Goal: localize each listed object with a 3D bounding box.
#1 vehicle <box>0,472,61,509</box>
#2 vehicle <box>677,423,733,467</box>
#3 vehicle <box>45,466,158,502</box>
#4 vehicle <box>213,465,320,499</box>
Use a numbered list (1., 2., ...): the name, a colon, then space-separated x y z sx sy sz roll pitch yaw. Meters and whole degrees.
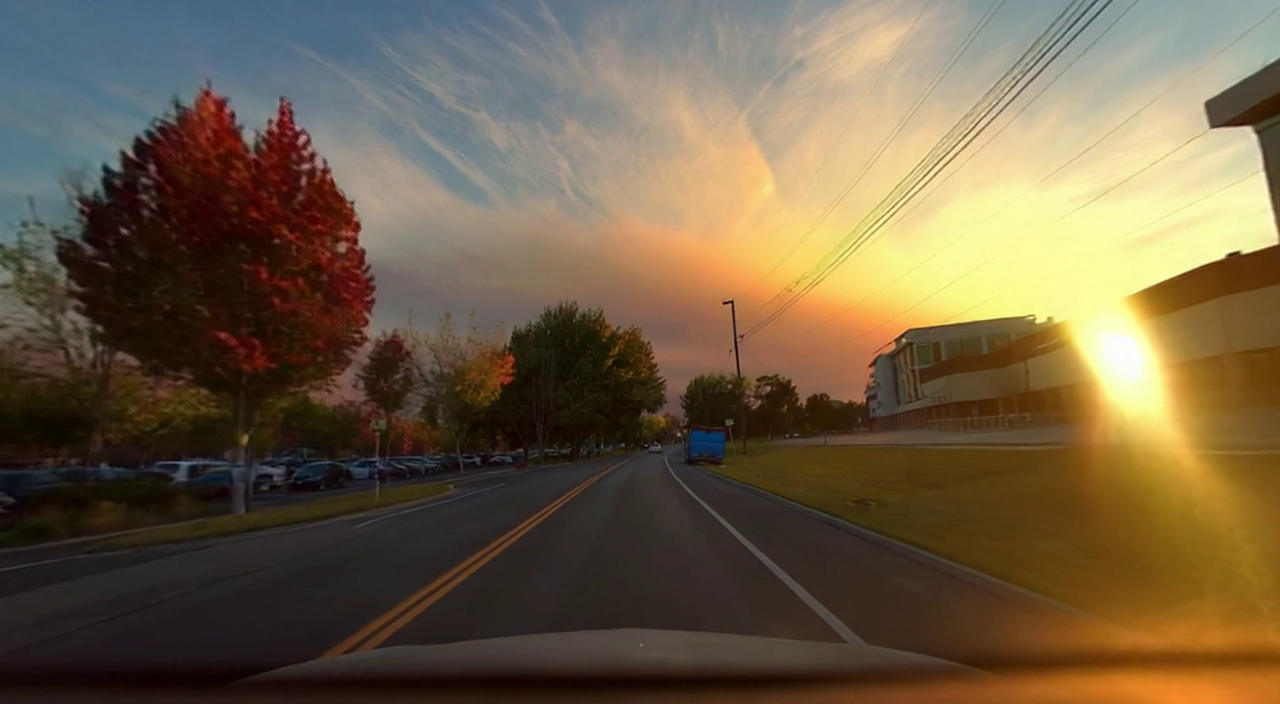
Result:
1. vehicle: -33.018 7.122 32.629 4.183 1.758 2.059 0 -9 2
2. vehicle: 4.842 7.278 49.263 3.282 3.067 10.181 0 -9 0
3. vehicle: -32.528 7.974 38.285 4.996 1.817 2.054 -3 -10 2
4. vehicle: -22.162 7.693 37.758 2.233 1.709 5.161 -3 -9 19
